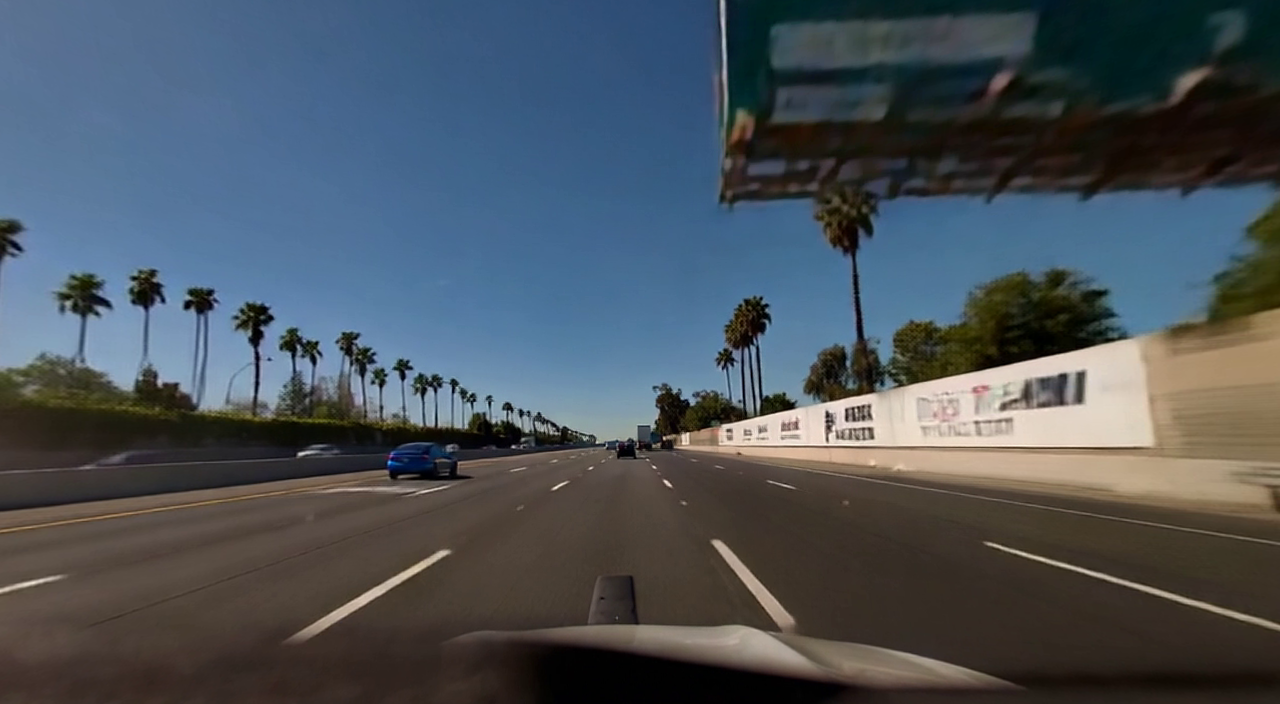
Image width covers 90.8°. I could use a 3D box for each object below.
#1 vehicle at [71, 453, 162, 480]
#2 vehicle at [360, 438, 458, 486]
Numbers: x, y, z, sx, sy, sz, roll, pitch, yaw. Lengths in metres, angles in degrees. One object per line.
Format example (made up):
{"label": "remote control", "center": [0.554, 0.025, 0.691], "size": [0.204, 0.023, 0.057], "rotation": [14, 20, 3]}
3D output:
{"label": "vehicle", "center": [-30.076, 6.585, 36.453], "size": [1.852, 1.420, 3.963], "rotation": [0, -9, -1]}
{"label": "vehicle", "center": [-8.393, 4.030, 23.441], "size": [1.971, 1.552, 4.465], "rotation": [0, -9, 0]}
